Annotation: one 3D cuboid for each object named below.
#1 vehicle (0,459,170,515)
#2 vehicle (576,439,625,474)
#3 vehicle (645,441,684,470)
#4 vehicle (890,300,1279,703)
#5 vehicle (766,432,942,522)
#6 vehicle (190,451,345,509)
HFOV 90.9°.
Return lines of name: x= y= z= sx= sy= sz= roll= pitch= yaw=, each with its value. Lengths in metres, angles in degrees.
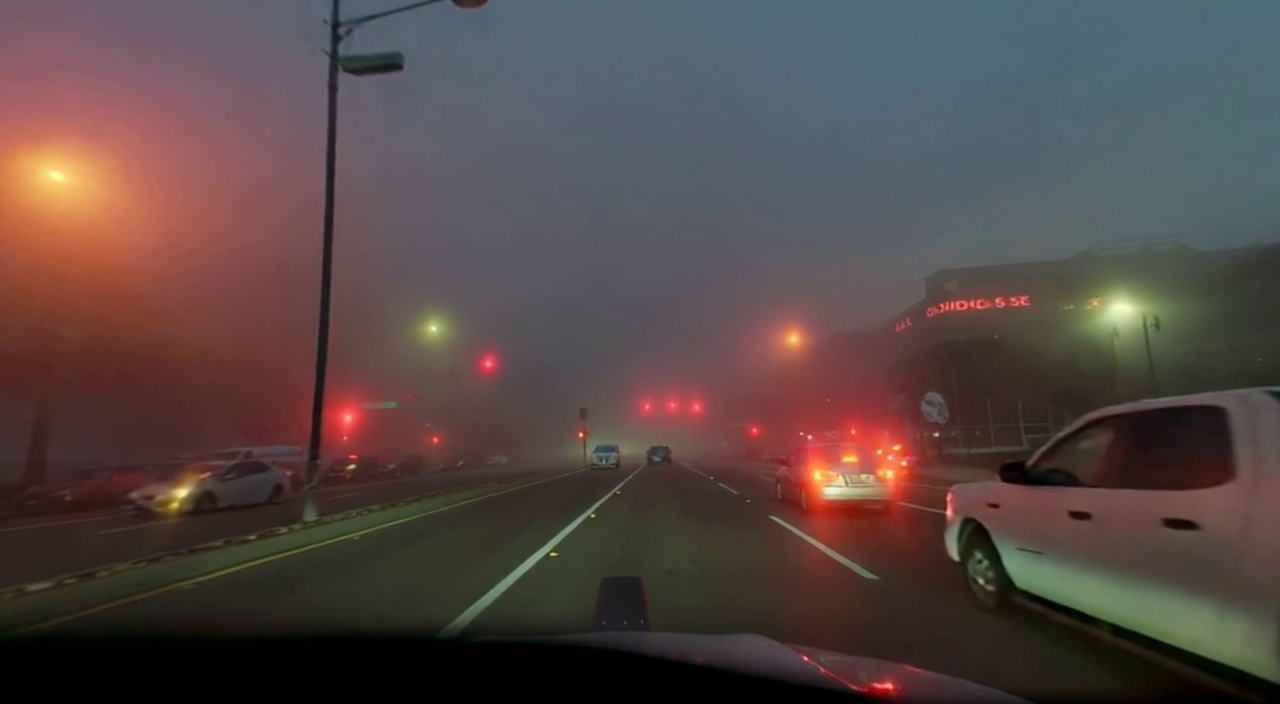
vehicle: x=-17.476 y=4.181 z=19.978 sx=1.804 sy=1.437 sz=4.560 roll=0 pitch=-8 yaw=-3
vehicle: x=-1.972 y=5.394 z=32.826 sx=2.057 sy=1.678 sz=4.639 roll=-1 pitch=-8 yaw=3
vehicle: x=1.374 y=5.768 z=35.236 sx=2.059 sy=1.477 sz=3.988 roll=-1 pitch=-8 yaw=2
vehicle: x=3.445 y=0.887 z=3.363 sx=2.282 sy=1.797 sz=4.924 roll=-1 pitch=-8 yaw=2
vehicle: x=4.159 y=2.516 z=13.298 sx=2.109 sy=1.510 sz=4.927 roll=-1 pitch=-8 yaw=2
vehicle: x=-10.709 y=3.674 z=18.582 sx=1.884 sy=1.456 sz=4.356 roll=0 pitch=-8 yaw=0
